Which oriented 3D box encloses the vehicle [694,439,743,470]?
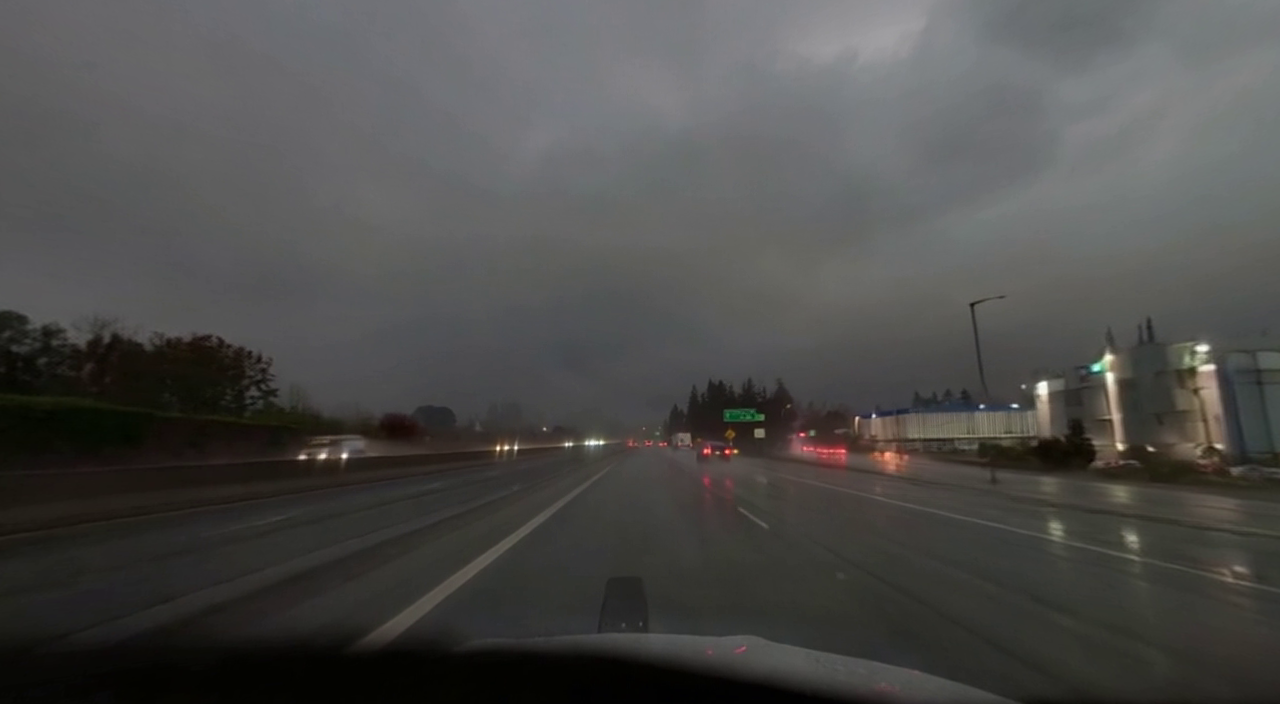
[{"bbox_3d":[4.103,5.443,33.623,2.062,1.518,4.026,0,-8,-1],"label":"vehicle"}]
